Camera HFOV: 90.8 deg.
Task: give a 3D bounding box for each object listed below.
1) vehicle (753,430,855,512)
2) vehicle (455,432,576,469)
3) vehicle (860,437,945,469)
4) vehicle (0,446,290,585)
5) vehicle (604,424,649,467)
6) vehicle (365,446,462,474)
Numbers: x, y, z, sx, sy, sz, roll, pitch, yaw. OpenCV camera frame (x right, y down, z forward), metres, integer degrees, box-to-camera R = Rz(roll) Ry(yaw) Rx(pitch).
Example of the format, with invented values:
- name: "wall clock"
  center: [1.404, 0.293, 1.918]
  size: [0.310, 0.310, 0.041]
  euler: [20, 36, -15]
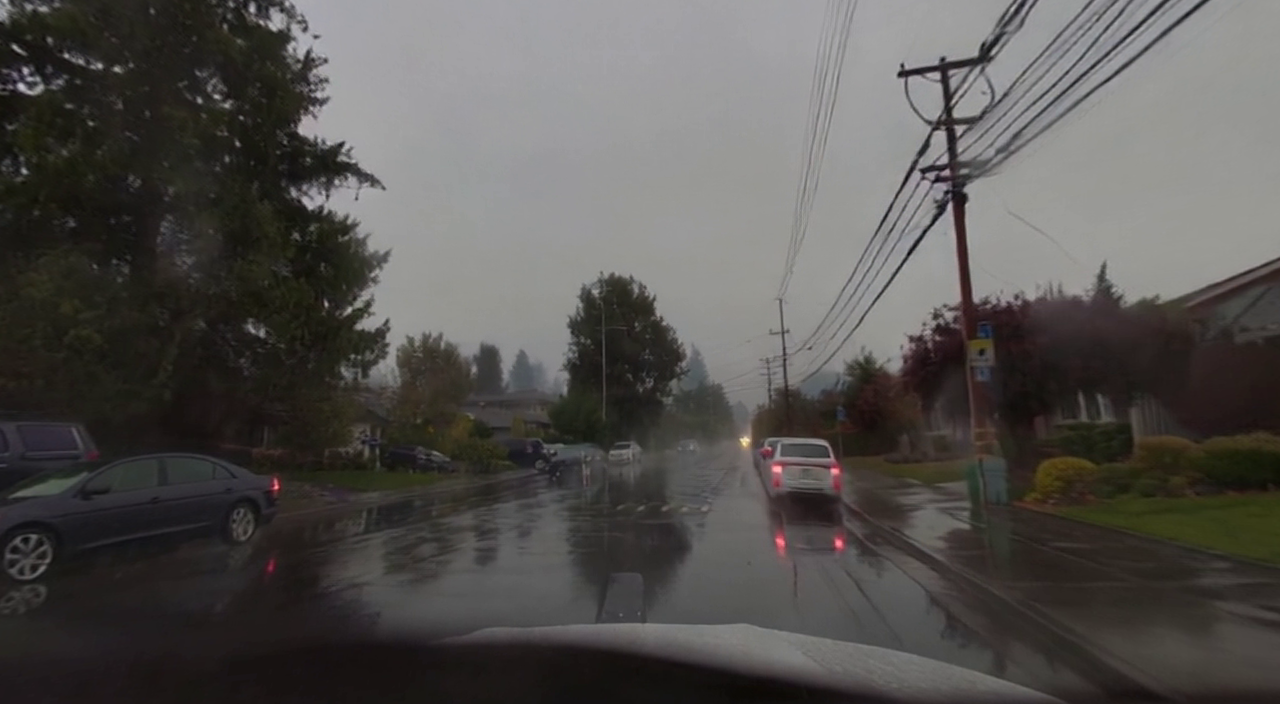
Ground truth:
- name: "vehicle"
  center: [3.528, 2.559, 13.993]
  size: [1.908, 1.572, 3.105]
  euler: [-1, -8, 12]
- name: "vehicle"
  center: [-7.214, 5.744, 36.872]
  size: [6.488, 2.009, 2.354]
  euler: [-1, -8, 11]
- name: "vehicle"
  center: [14.758, 5.701, 35.736]
  size: [4.075, 1.674, 1.811]
  euler: [-1, -8, 11]
- name: "vehicle"
  center: [-7.478, 2.061, 8.847]
  size: [1.968, 1.449, 4.502]
  euler: [-1, -8, 11]
- name: "vehicle"
  center: [-0.887, 6.880, 46.429]
  size: [2.199, 2.902, 5.848]
  euler: [-1, -8, 10]
- name: "vehicle"
  center: [-11.990, 5.713, 33.549]
  size: [4.481, 1.420, 1.712]
  euler: [-1, -8, 7]
